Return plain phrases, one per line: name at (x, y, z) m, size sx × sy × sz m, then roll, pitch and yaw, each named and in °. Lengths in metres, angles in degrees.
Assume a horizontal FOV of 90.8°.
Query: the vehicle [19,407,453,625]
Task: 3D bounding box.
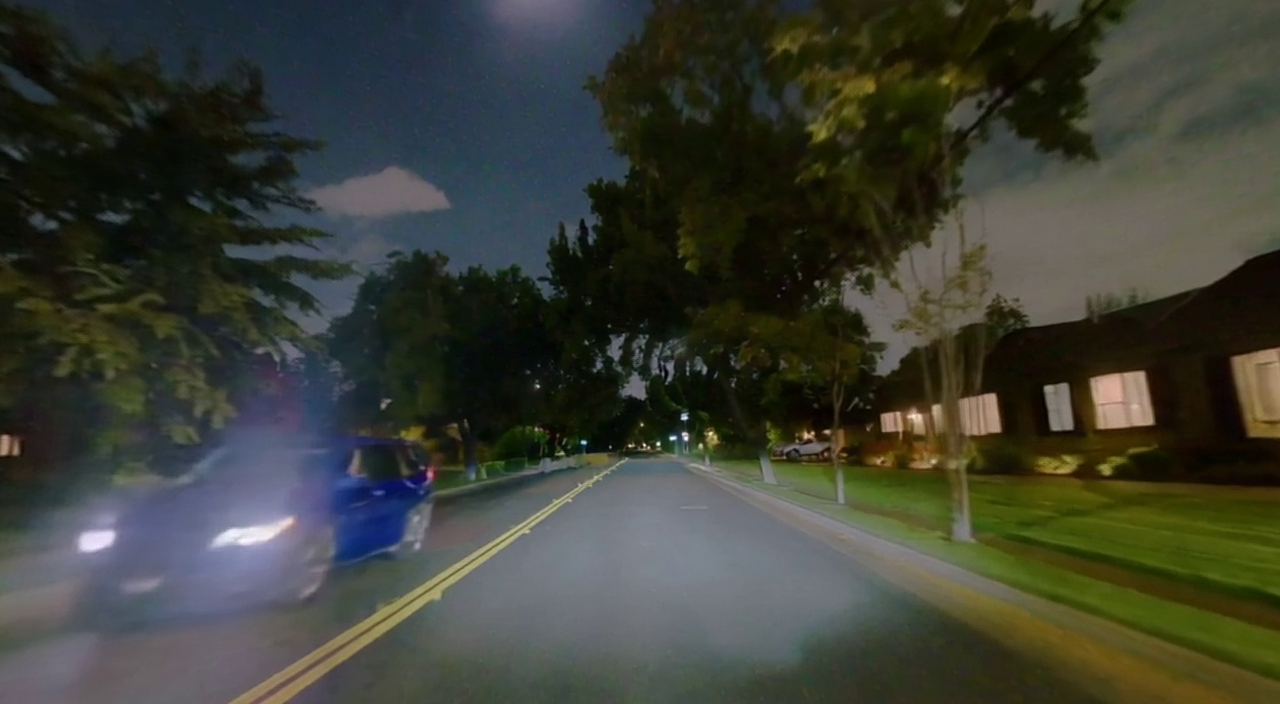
vehicle at (-4.080, 1.731, 7.677) m, size 2.161 × 1.798 × 4.627 m, roll 0°, pitch -9°, yaw 0°
